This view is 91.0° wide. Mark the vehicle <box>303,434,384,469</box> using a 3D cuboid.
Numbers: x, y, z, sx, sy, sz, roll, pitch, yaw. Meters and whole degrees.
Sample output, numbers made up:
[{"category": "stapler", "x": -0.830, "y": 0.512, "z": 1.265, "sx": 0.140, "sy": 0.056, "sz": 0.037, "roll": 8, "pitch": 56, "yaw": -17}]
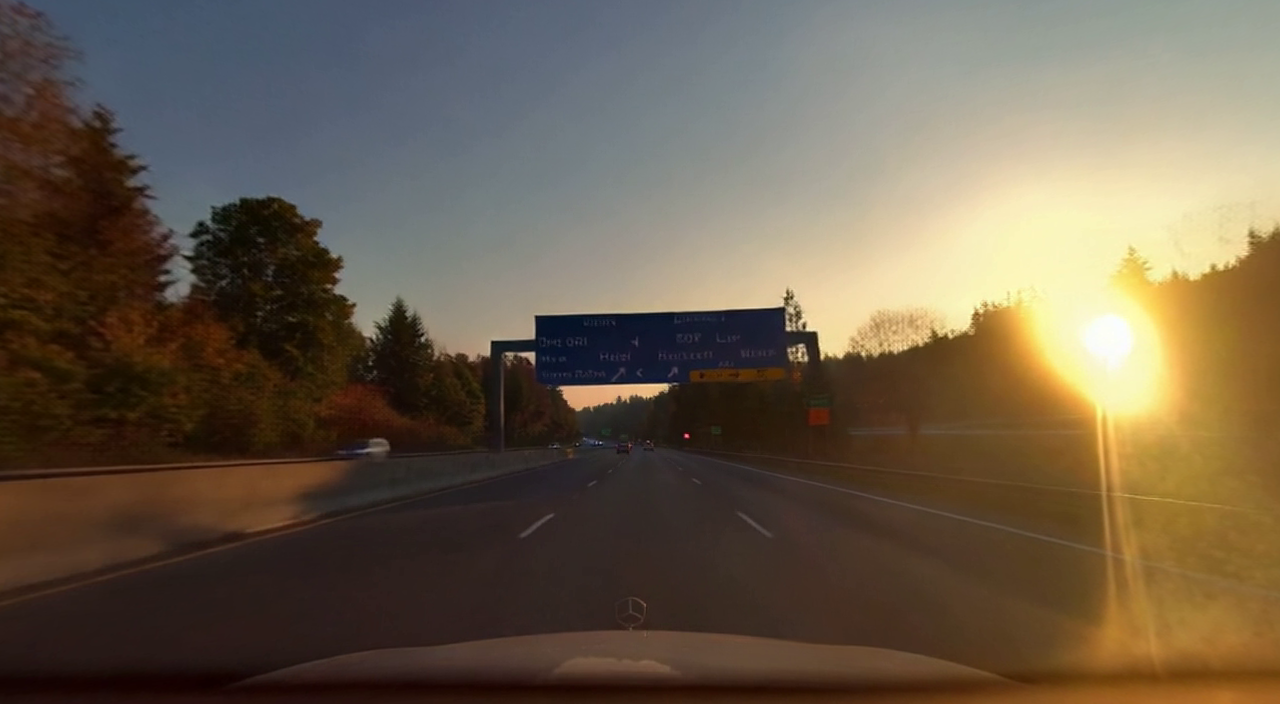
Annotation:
[{"category": "vehicle", "x": -16.868, "y": 5.695, "z": 36.103, "sx": 2.096, "sy": 1.844, "sz": 4.770, "roll": 0, "pitch": -8, "yaw": 3}]
